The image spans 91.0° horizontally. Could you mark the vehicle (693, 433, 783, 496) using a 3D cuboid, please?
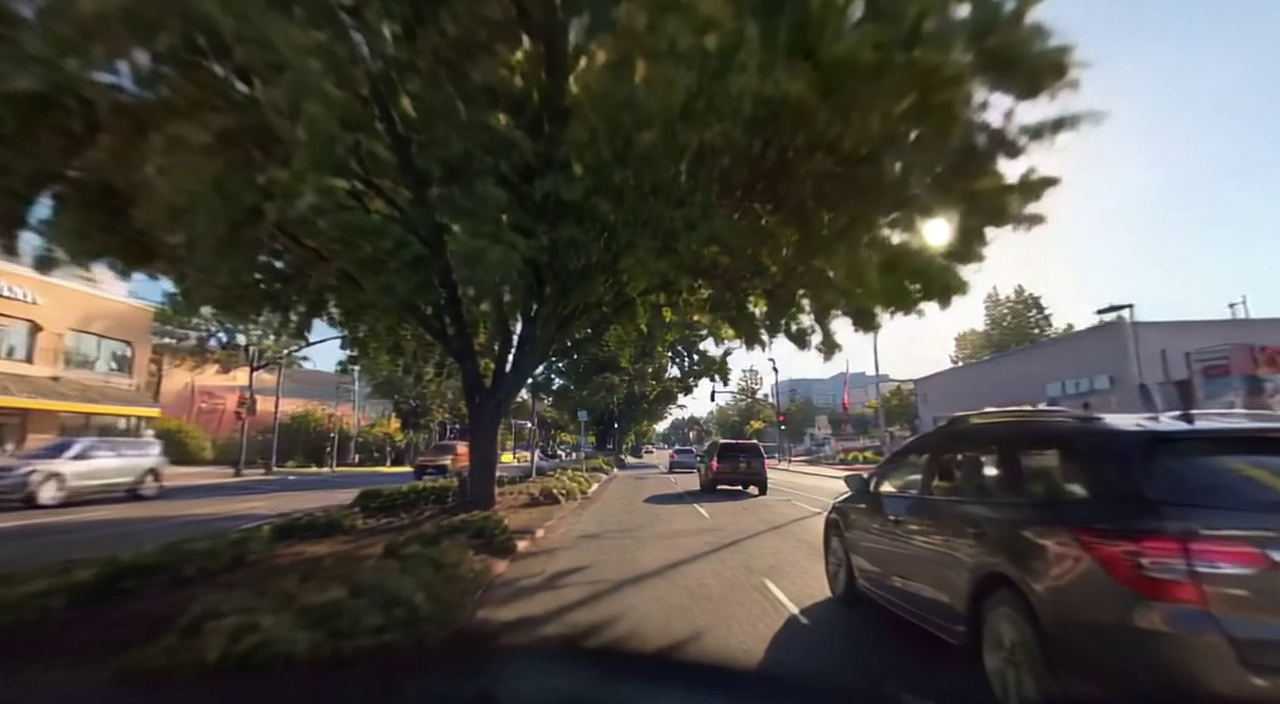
[{"bbox_3d":[2.845,3.375,19.213,1.999,1.679,4.217,0,-8,-1],"label":"vehicle"}]

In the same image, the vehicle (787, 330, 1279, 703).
[{"bbox_3d":[2.688,1.136,4.410,2.183,1.720,4.842,0,-9,0],"label":"vehicle"}]

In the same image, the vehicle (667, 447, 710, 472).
[{"bbox_3d":[3.012,6.744,39.878,2.282,1.458,4.362,0,-9,-1],"label":"vehicle"}]

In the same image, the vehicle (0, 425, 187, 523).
[{"bbox_3d":[-13.554,2.738,14.845,2.097,1.912,4.828,1,-8,-1],"label":"vehicle"}]
